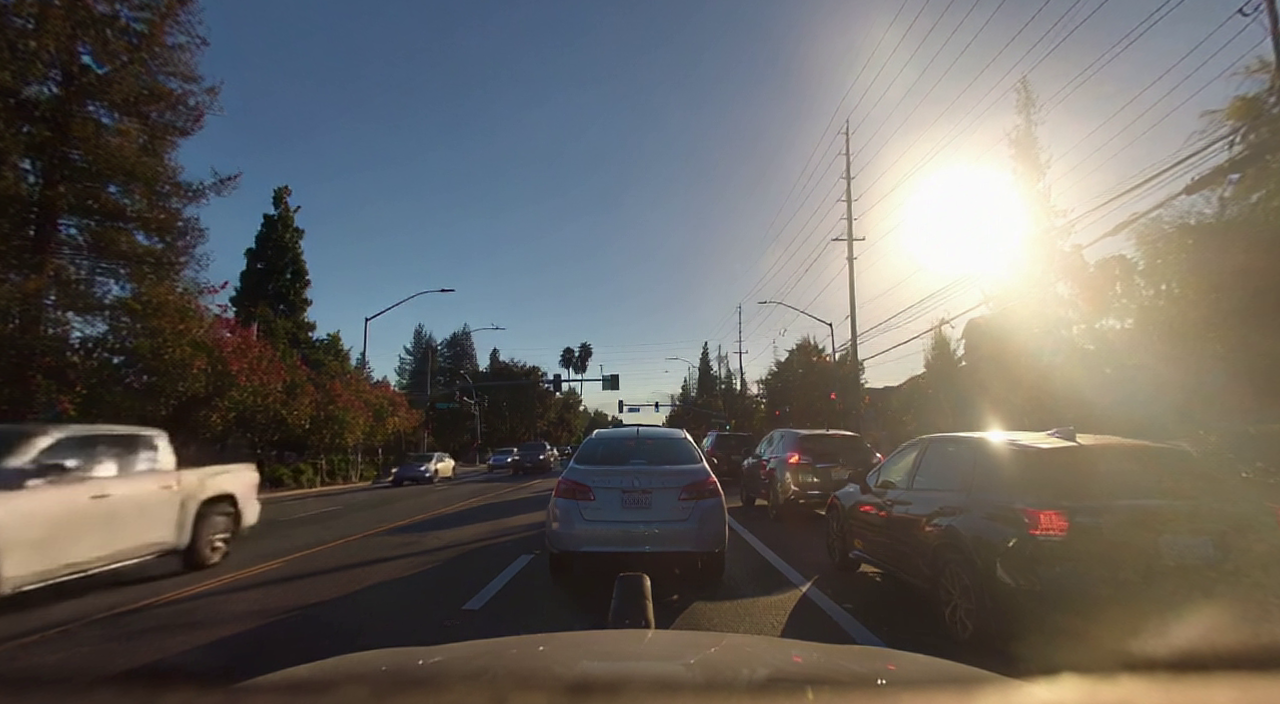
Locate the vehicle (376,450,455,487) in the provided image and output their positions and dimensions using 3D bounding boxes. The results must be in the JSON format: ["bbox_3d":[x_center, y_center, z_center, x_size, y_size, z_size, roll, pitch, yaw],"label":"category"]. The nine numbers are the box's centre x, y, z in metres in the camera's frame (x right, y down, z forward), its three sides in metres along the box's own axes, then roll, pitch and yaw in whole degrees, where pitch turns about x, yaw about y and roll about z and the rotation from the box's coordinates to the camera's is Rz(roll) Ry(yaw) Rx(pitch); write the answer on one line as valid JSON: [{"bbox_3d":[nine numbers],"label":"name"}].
[{"bbox_3d":[-9.809,5.083,27.898,1.921,1.471,4.137,0,-8,1],"label":"vehicle"}]

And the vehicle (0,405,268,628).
[{"bbox_3d":[-6.198,1.478,6.117,2.253,1.751,4.700,0,-8,1],"label":"vehicle"}]

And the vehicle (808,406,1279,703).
[{"bbox_3d":[2.894,1.308,4.991,1.950,1.487,4.275,0,-8,0],"label":"vehicle"}]

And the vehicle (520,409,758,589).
[{"bbox_3d":[0.008,1.671,7.985,2.200,1.653,4.127,0,-8,0],"label":"vehicle"}]
